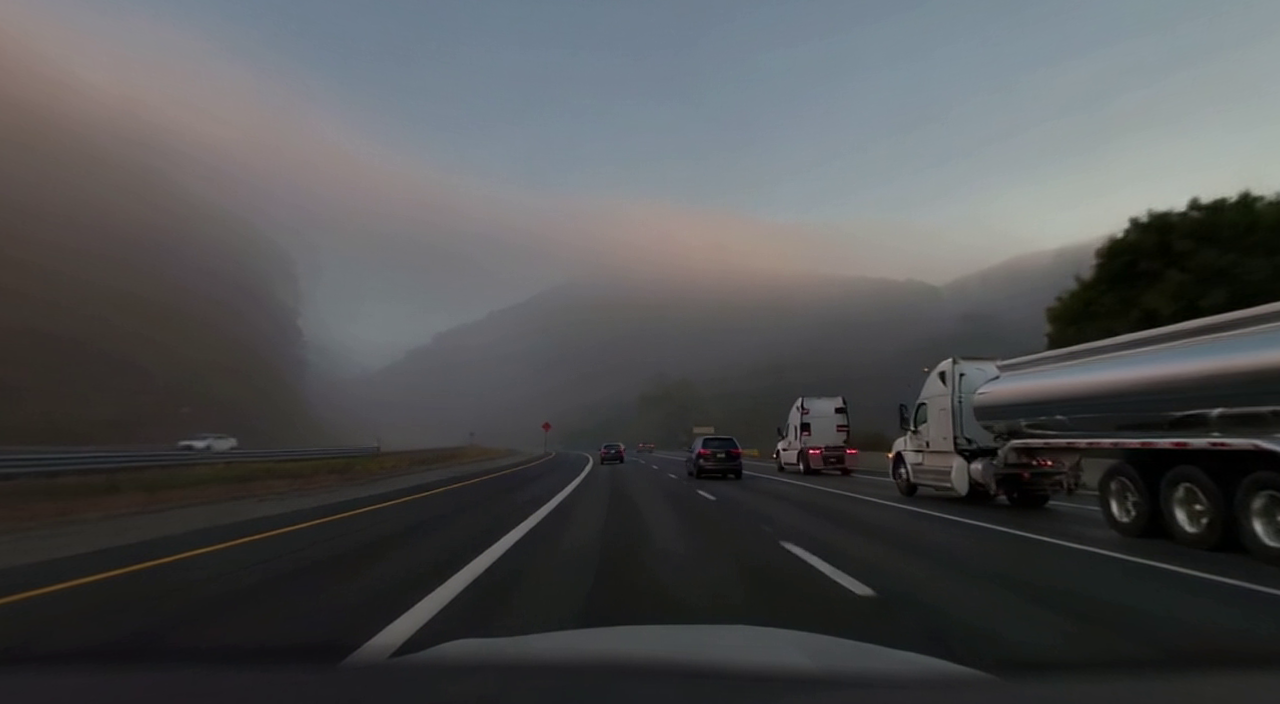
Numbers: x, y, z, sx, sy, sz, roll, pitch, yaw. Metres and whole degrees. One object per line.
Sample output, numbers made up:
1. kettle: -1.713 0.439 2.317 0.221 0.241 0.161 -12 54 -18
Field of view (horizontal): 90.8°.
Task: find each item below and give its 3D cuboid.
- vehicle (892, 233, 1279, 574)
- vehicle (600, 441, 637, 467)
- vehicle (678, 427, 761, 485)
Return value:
1. vehicle: 7.462 1.060 9.837 2.805 3.212 9.978 0 -9 -1
2. vehicle: -1.350 6.097 37.906 2.083 1.477 3.965 0 -9 -4
3. vehicle: 2.659 3.633 22.258 2.098 1.794 4.561 0 -9 -3
